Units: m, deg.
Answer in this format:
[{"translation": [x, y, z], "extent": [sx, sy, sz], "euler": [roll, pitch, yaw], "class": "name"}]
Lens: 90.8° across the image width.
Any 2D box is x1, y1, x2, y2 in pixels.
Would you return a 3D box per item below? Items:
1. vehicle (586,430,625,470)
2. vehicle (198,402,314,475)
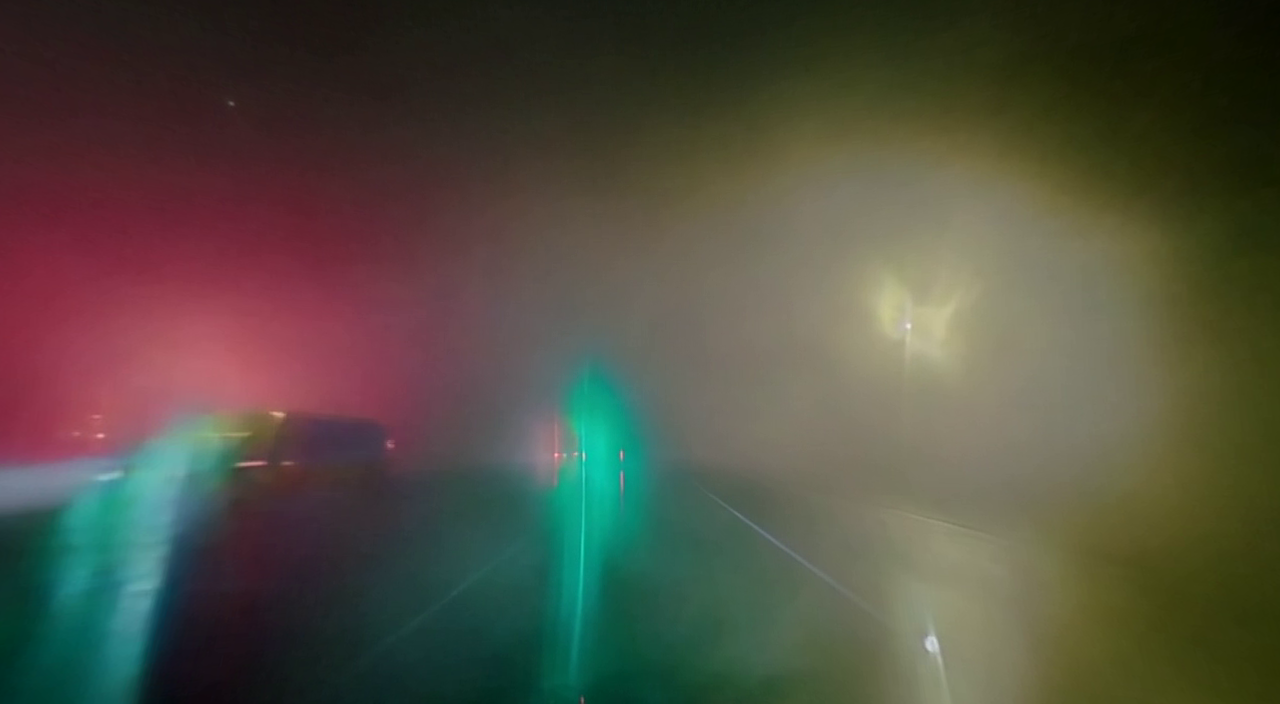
[{"translation": [-2.321, 6.857, 44.203], "extent": [2.437, 2.565, 5.829], "euler": [0, -9, 0], "class": "vehicle"}, {"translation": [-22.815, 5.247, 37.946], "extent": [2.963, 3.995, 5.922], "euler": [0, -9, 1], "class": "vehicle"}]
